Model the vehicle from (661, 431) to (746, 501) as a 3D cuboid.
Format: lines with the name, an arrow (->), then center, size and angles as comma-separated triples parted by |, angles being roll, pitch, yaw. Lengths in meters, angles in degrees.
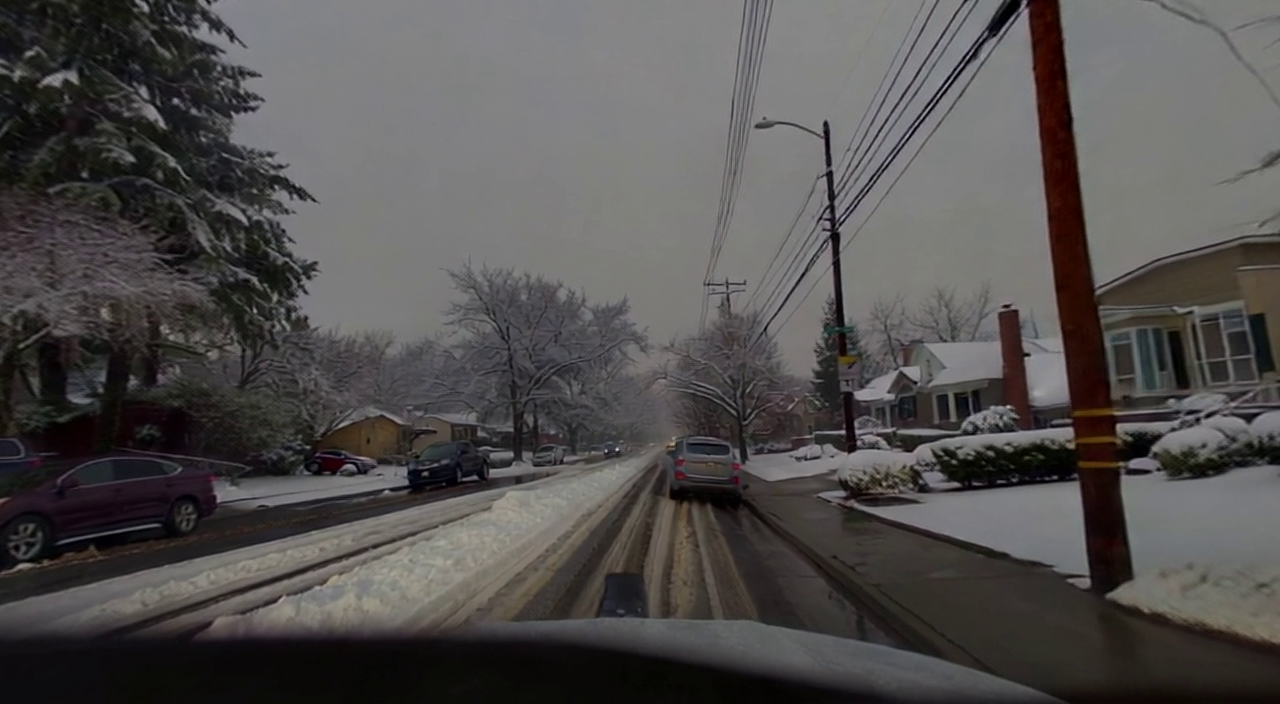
vehicle -> 1.593, 2.837, 16.031 | 1.908, 1.572, 3.105 | -1, -9, 6

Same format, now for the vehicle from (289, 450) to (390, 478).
vehicle -> -15.981, 5.980, 33.726 | 4.481, 1.420, 1.712 | 0, -9, 0

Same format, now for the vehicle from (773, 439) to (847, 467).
vehicle -> 10.407, 6.192, 38.869 | 4.075, 1.674, 1.811 | -1, -9, 5

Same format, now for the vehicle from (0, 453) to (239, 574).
vehicle -> -8.760, 2.300, 9.692 | 1.968, 1.449, 4.502 | -1, -9, 5

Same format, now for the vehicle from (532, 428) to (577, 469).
vehicle -> -6.354, 7.290, 47.760 | 2.199, 2.902, 5.848 | -1, -9, 4

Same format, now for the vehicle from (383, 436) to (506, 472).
vehicle -> -11.536, 6.058, 37.577 | 6.488, 2.009, 2.354 | -1, -9, 4
